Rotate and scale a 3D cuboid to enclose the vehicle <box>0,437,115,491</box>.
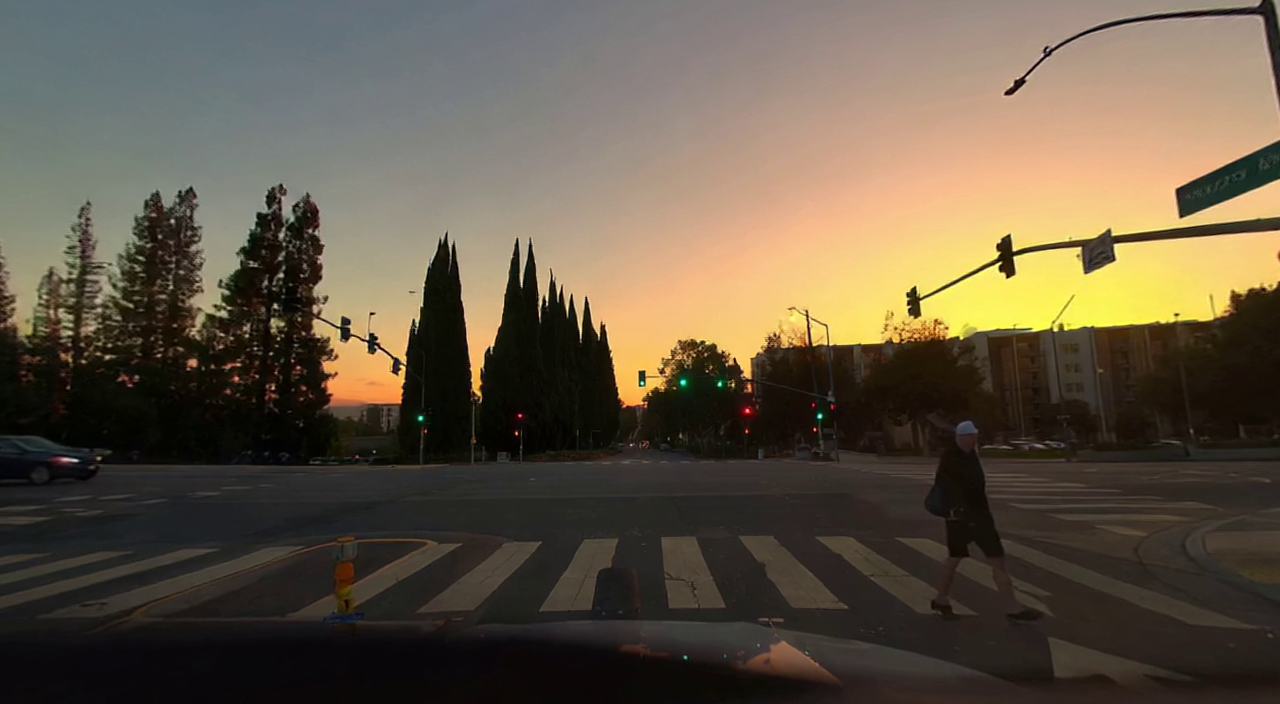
[{"bbox_3d":[-18.769,3.315,18.810,4.502,1.512,1.917,0,-9,0],"label":"vehicle"}]
